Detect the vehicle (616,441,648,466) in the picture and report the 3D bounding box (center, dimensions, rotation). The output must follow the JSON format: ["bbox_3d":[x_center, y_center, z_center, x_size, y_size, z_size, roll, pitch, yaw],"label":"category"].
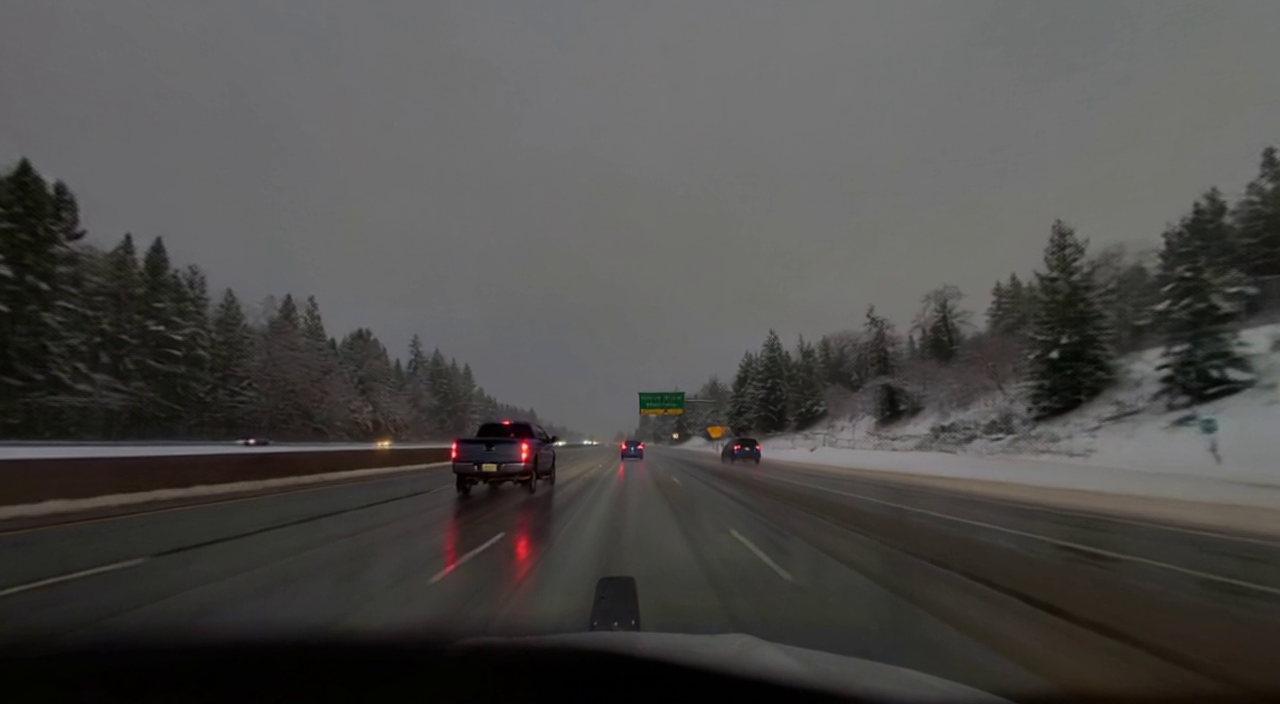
[{"bbox_3d":[-0.565,7.089,44.154,2.157,1.642,4.189,0,-9,-1],"label":"vehicle"}]

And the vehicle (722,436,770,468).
[{"bbox_3d":[6.830,6.528,41.262,2.103,1.898,5.310,0,-9,-1],"label":"vehicle"}]

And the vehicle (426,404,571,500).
[{"bbox_3d":[-3.575,2.738,17.539,2.592,2.179,6.034,0,-9,0],"label":"vehicle"}]
